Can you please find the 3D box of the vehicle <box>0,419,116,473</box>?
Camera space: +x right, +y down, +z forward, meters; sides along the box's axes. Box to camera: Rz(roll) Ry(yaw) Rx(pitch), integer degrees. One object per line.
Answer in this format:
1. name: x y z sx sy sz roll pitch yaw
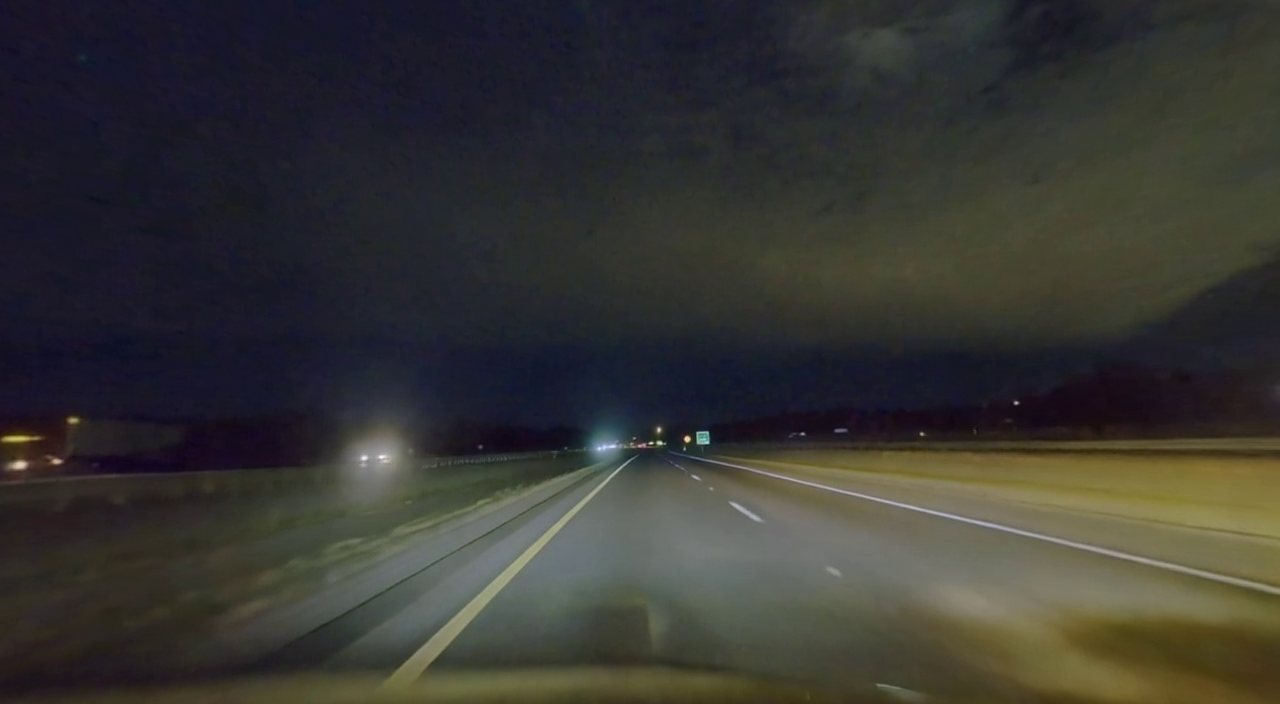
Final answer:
1. vehicle: -39.997 6.370 42.899 2.893 3.371 6.704 0 -8 -1
